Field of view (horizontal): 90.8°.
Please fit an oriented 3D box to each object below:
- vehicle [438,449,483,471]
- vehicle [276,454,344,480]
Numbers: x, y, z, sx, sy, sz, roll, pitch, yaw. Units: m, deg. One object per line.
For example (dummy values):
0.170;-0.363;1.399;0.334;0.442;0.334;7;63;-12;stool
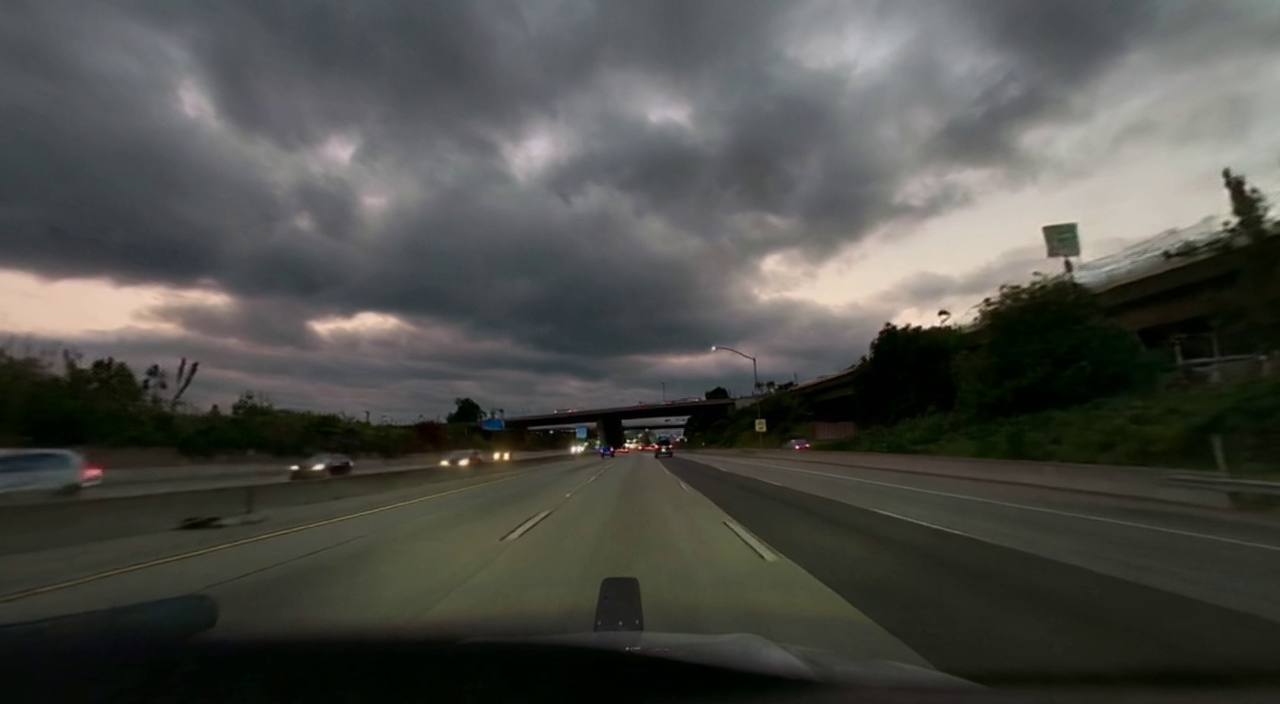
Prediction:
-13.356;8.059;47.289;1.892;1.481;4.576;0;-8;1;vehicle
-20.810;7.274;40.089;1.859;1.475;4.564;0;-8;0;vehicle
